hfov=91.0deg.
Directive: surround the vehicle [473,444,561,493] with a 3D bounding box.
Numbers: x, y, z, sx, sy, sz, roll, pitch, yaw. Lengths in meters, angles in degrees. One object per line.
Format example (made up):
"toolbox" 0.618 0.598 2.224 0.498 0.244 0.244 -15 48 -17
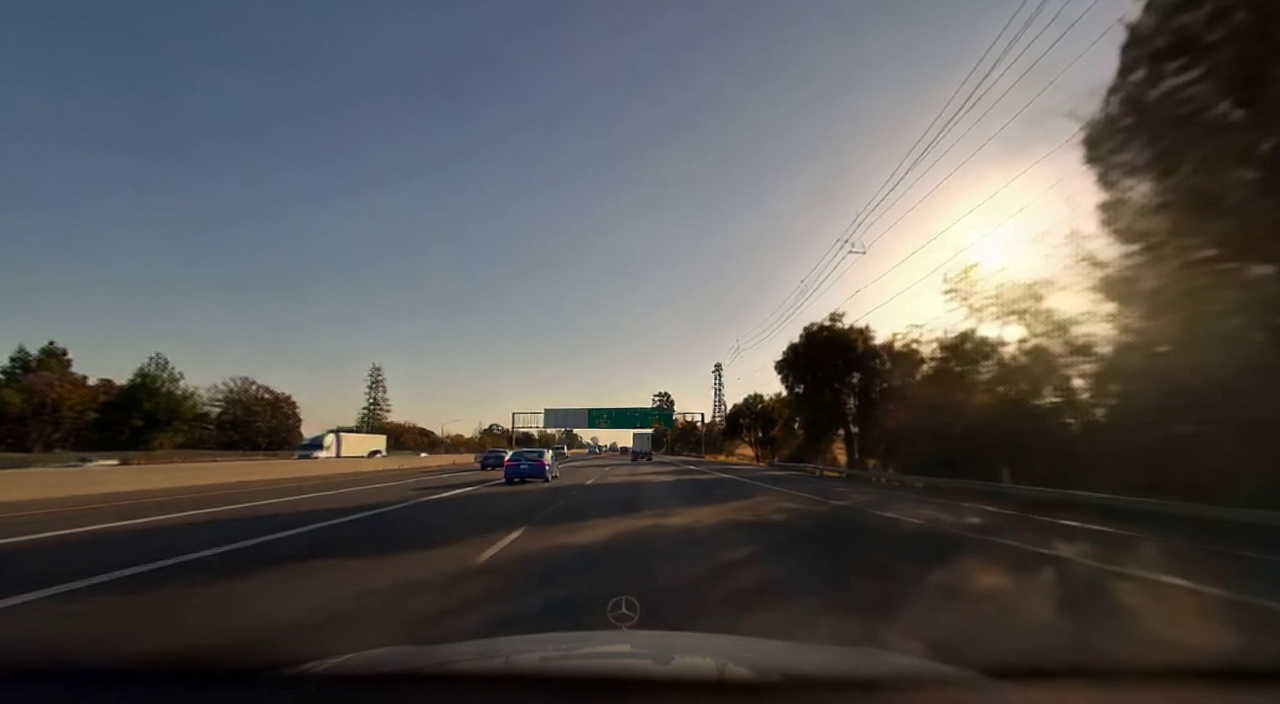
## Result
"vehicle" -4.154 4.013 22.041 2.104 1.501 4.459 0 -9 1
